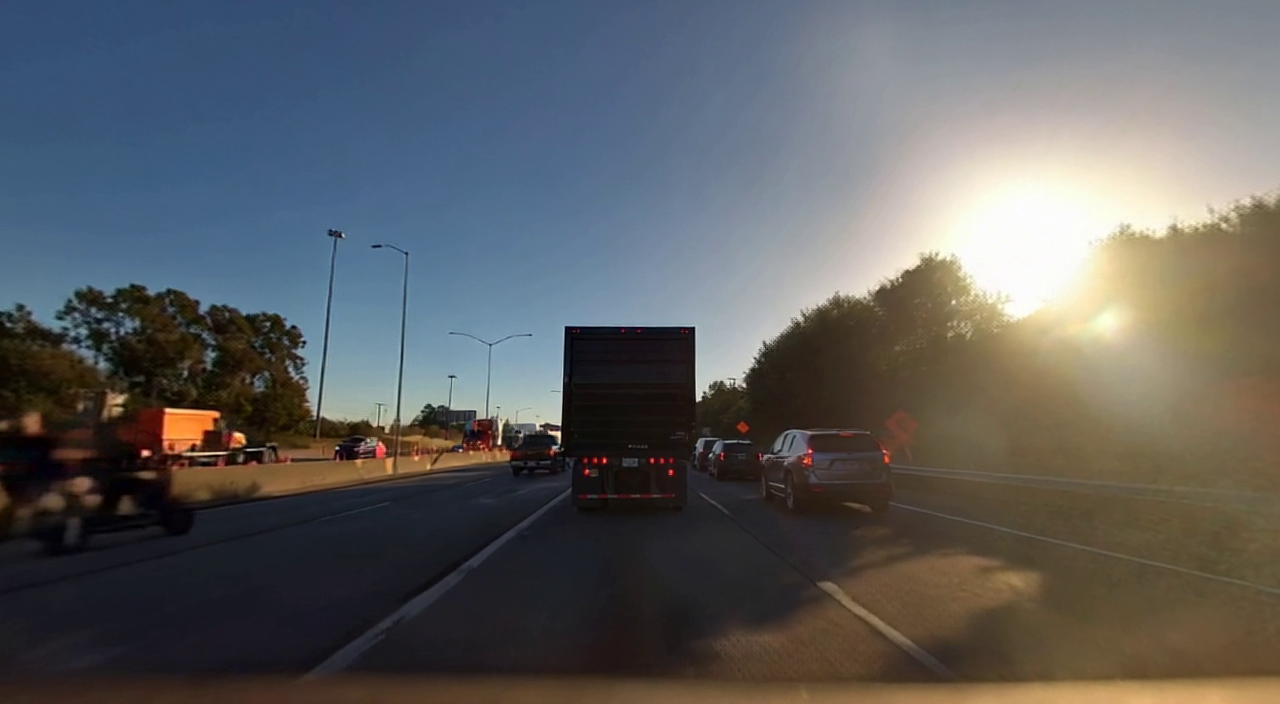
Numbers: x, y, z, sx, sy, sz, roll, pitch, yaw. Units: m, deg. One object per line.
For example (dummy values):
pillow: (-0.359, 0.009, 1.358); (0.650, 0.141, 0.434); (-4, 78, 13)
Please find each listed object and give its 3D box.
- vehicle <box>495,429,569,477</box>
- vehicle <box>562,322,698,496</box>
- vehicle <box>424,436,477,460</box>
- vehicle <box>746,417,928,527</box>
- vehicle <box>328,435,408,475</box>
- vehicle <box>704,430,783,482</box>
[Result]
vehicle: (-4.246, 4.079, 25.572); (2.095, 1.736, 4.529); (0, -9, 1)
vehicle: (-0.201, 2.028, 19.419); (3.067, 3.940, 10.154); (0, -9, 0)
vehicle: (-12.578, 6.401, 41.995); (1.887, 1.511, 4.152); (-1, -9, 6)
vehicle: (3.459, 2.211, 12.063); (2.103, 1.713, 4.173); (0, -9, 0)
vehicle: (-13.020, 4.933, 30.537); (2.054, 1.708, 4.663); (3, -8, -4)
vehicle: (3.711, 3.827, 23.366); (1.998, 1.713, 4.149); (1, -9, -4)
